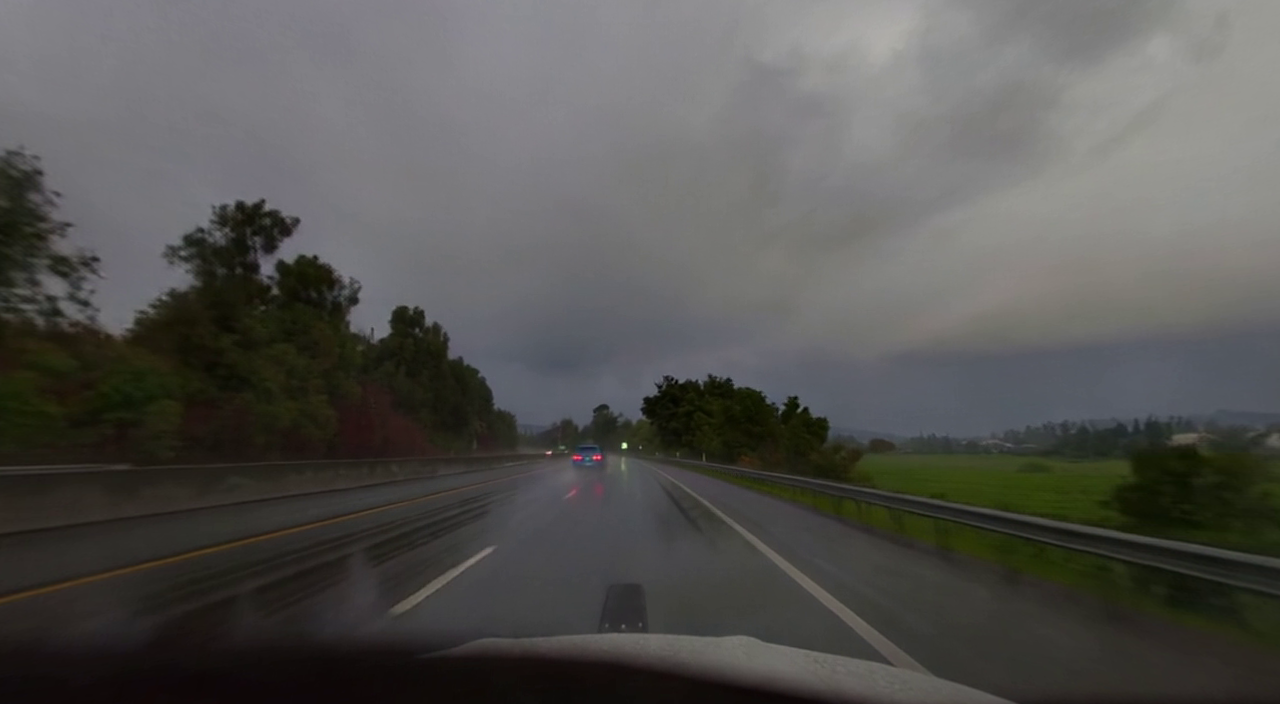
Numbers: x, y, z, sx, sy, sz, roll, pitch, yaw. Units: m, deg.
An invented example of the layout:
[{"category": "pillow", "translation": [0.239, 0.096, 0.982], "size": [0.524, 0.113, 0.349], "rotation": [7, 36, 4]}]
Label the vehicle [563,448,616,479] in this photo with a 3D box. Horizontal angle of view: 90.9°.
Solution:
[{"category": "vehicle", "translation": [-2.453, 5.569, 31.701], "size": [2.126, 1.411, 4.433], "rotation": [0, -9, 2]}]
